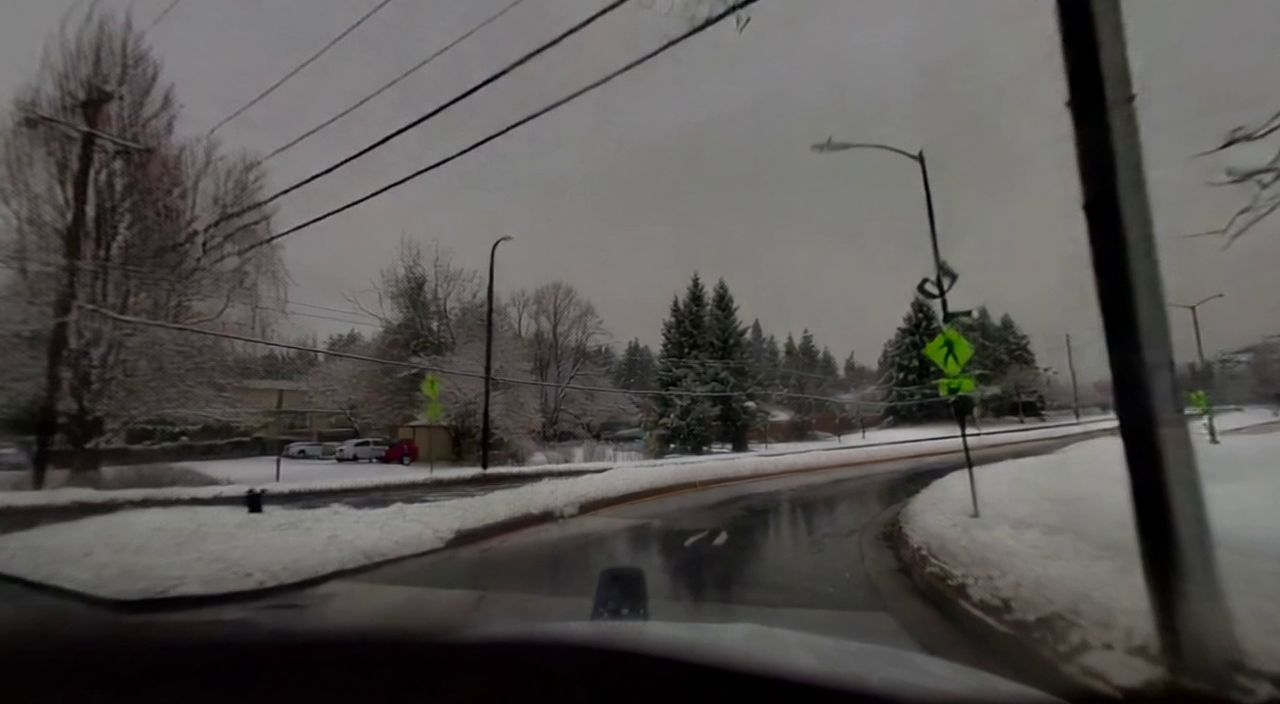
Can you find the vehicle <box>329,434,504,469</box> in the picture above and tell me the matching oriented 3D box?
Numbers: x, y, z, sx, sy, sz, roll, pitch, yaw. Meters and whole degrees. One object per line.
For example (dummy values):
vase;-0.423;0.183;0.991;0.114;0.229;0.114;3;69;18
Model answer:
vehicle;-17.061;7.764;49.411;2.837;2.354;12.960;-8;-11;43
